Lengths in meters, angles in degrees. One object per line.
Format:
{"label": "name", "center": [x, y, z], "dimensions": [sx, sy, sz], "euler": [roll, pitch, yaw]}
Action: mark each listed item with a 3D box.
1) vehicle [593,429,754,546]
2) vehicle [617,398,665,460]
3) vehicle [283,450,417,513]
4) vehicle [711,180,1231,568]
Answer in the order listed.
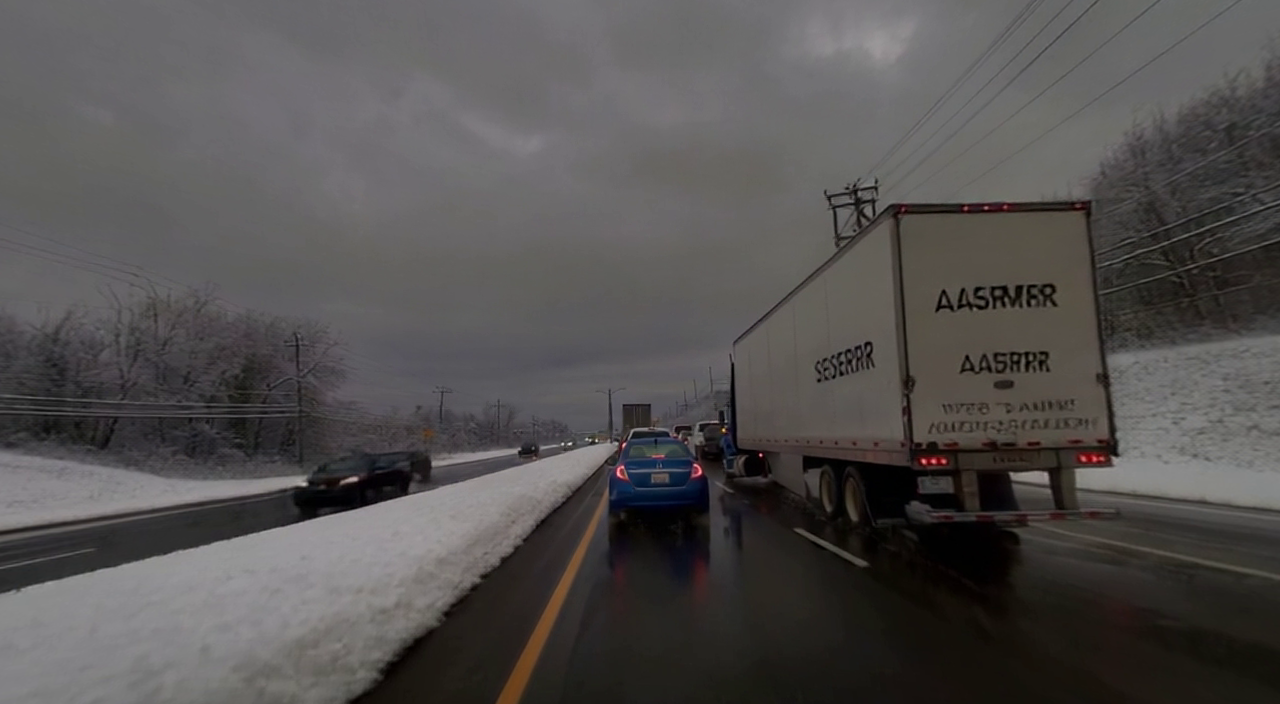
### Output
{"label": "vehicle", "center": [0.356, 1.974, 9.850], "dimensions": [2.045, 1.446, 3.597], "euler": [0, -8, -2]}
{"label": "vehicle", "center": [-0.094, 5.933, 47.720], "dimensions": [3.174, 4.134, 11.407], "euler": [0, -8, -1]}
{"label": "vehicle", "center": [-8.221, 3.664, 18.342], "dimensions": [1.848, 1.512, 4.327], "euler": [-1, -8, 0]}
{"label": "vehicle", "center": [4.186, 1.133, 13.689], "dimensions": [3.138, 4.065, 14.276], "euler": [0, -8, -2]}
